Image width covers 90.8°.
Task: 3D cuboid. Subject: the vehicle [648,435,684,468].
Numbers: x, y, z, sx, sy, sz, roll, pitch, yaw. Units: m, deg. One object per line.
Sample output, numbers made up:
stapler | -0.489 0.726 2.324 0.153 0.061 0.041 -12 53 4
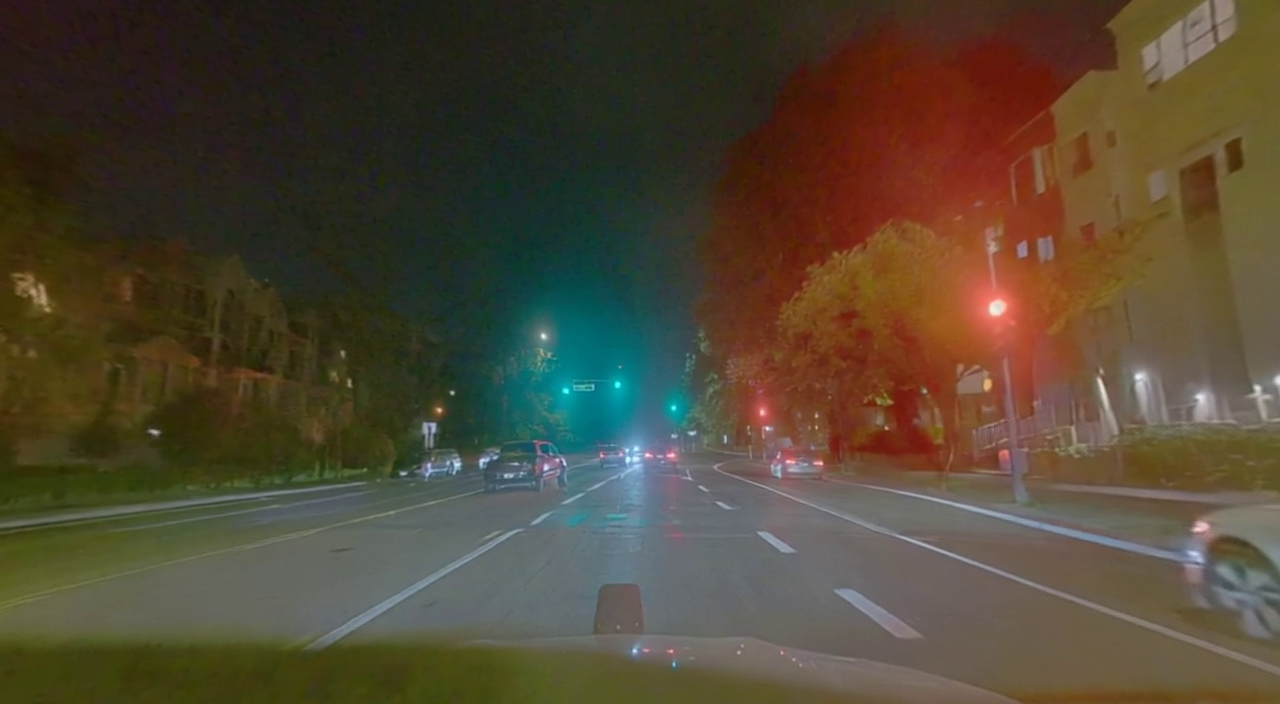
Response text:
vehicle | 1.400 5.486 34.971 1.852 1.680 4.488 0 -8 2

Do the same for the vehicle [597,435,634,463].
vehicle | -1.573 6.486 42.255 2.018 1.746 4.560 -1 -8 3

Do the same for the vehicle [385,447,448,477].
vehicle | -11.697 5.759 33.341 1.876 1.492 3.790 -1 -9 1

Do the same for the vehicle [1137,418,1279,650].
vehicle | 5.218 0.976 2.711 2.104 1.489 4.962 0 -8 0

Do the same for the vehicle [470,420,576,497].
vehicle | -3.048 2.889 17.468 1.877 1.827 4.298 -1 -8 3
